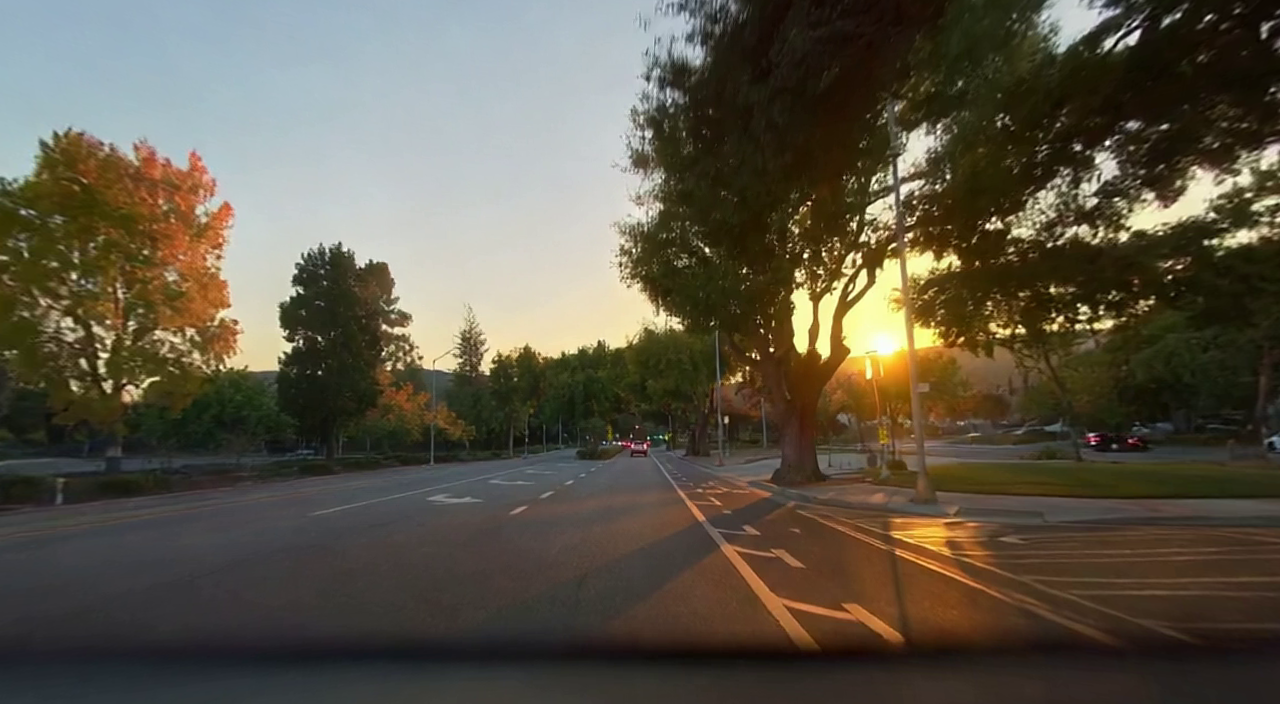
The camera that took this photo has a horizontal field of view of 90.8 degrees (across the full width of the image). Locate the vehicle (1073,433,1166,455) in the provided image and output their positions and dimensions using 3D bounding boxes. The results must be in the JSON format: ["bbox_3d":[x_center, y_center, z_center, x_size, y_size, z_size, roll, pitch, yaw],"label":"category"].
[{"bbox_3d":[33.367,6.412,44.052,4.864,1.474,1.871,0,-8,2],"label":"vehicle"}]
